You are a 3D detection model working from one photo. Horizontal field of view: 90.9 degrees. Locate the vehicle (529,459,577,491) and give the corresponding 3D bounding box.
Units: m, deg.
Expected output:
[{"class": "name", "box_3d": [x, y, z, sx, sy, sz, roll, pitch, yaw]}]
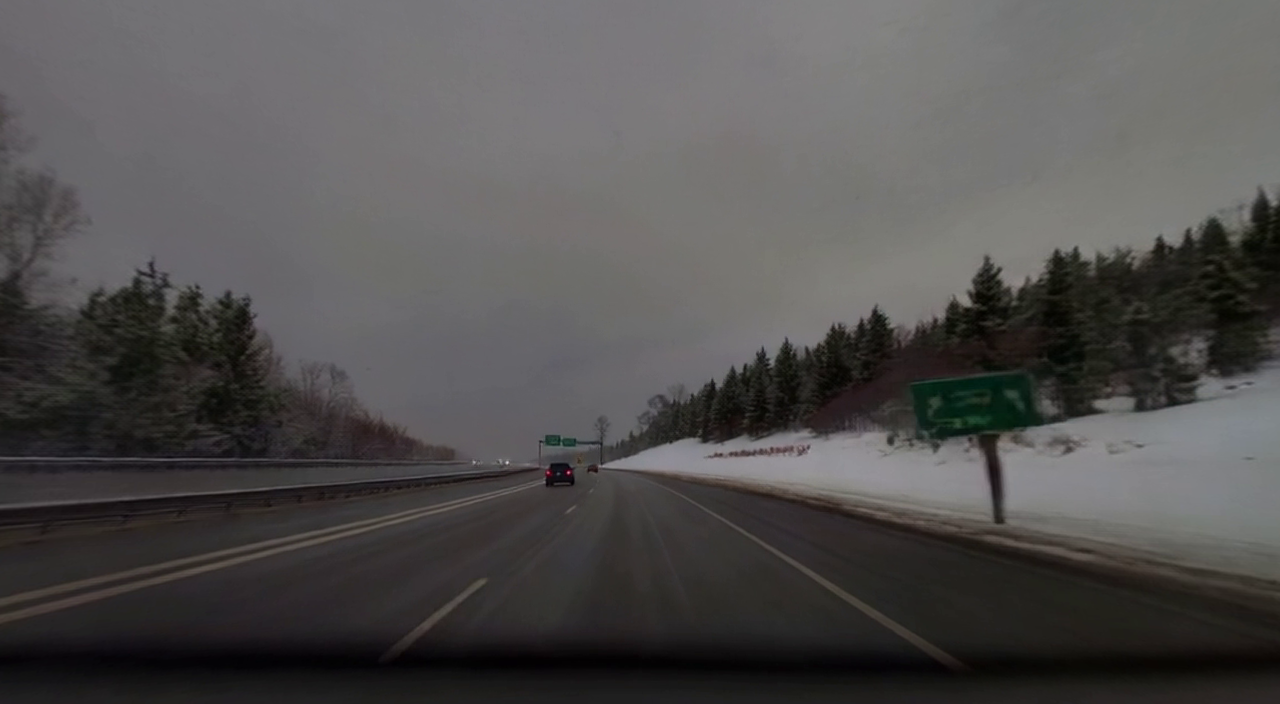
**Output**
[{"class": "vehicle", "box_3d": [-4.628, 6.669, 34.342, 2.115, 1.546, 4.638, 1, -10, -2]}]
